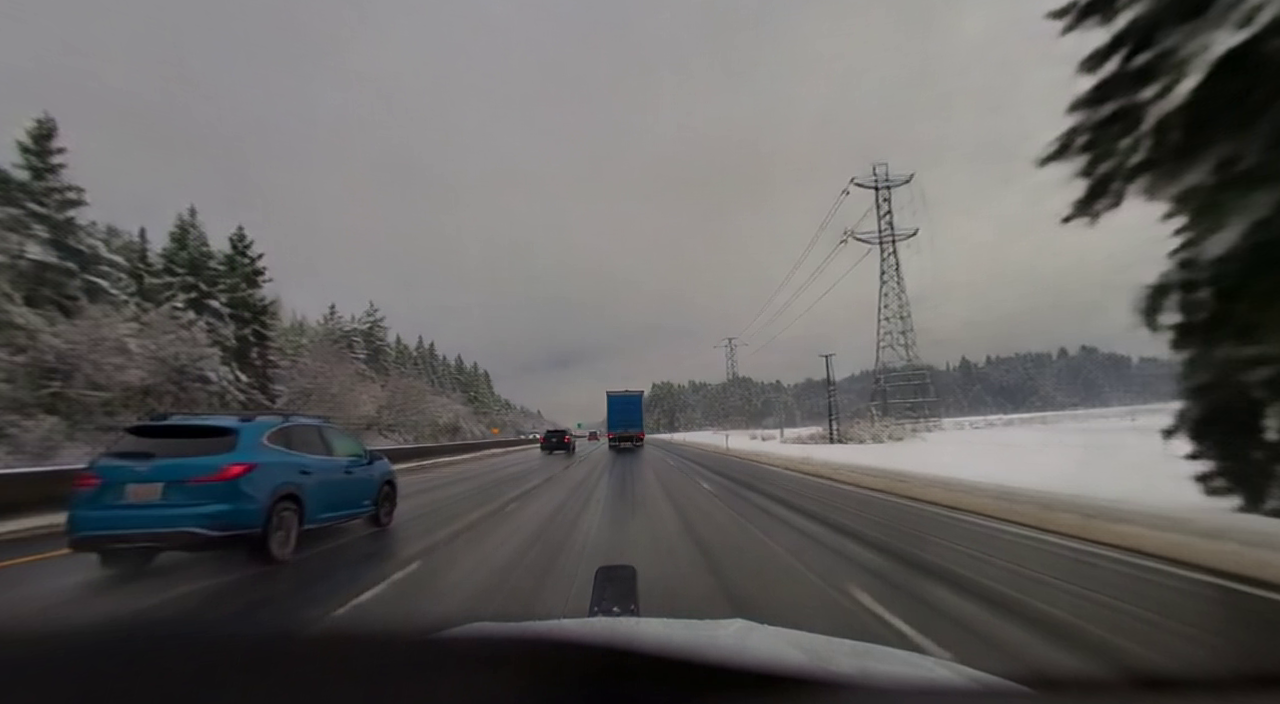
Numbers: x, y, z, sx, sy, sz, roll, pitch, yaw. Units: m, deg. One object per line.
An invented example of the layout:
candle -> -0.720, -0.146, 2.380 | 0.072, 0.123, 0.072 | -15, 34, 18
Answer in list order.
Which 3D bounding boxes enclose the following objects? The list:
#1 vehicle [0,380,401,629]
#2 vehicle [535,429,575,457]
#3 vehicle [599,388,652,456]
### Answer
vehicle -> -4.351, 1.290, 6.417 | 2.117, 1.618, 4.480 | 0, -8, -1
vehicle -> -5.048, 5.466, 38.084 | 1.934, 1.549, 4.194 | 0, -8, -2
vehicle -> -0.955, 4.597, 40.666 | 2.955, 3.851, 9.915 | 0, -8, -1
